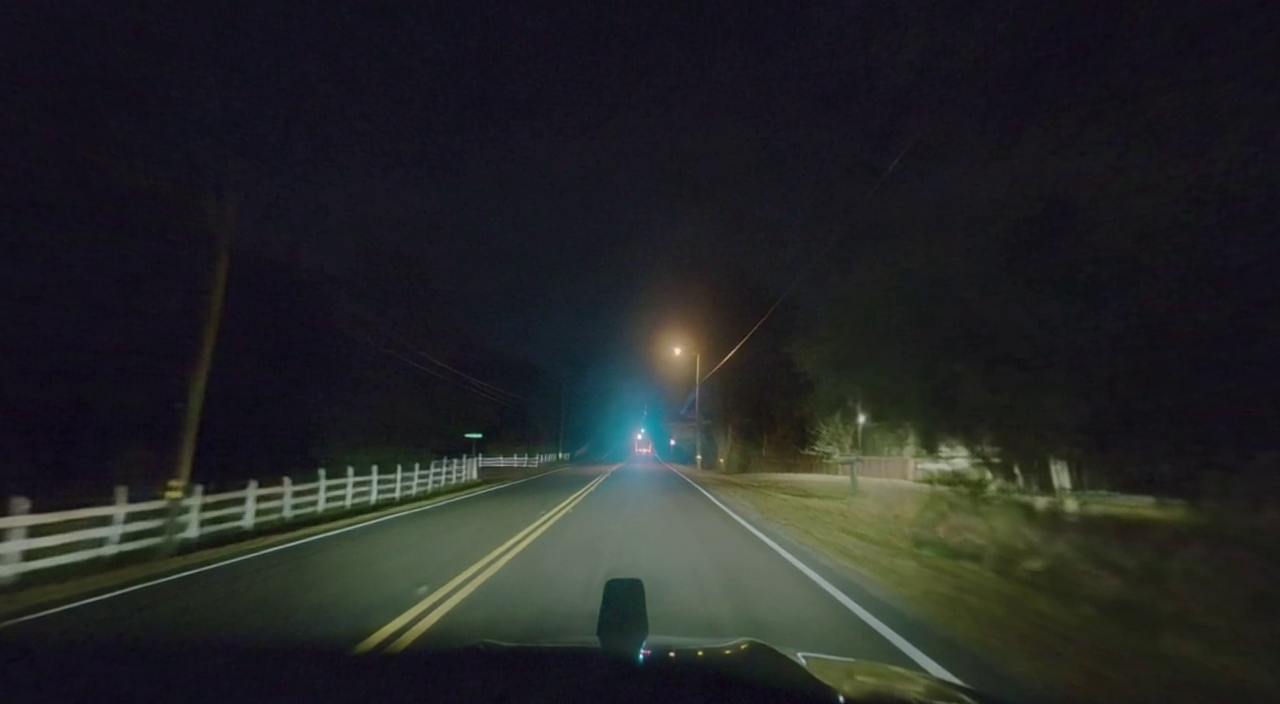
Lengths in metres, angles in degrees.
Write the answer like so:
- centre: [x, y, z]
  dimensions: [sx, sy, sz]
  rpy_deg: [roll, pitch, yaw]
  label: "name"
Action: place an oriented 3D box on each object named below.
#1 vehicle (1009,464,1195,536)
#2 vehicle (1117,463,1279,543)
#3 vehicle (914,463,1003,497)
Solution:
- centre: [14.287, 4.563, 20.044]
  dimensions: [2.009, 1.781, 5.311]
  rpy_deg: [0, -8, 2]
  label: "vehicle"
- centre: [18.189, 4.465, 19.177]
  dimensions: [2.328, 1.955, 5.699]
  rpy_deg: [-2, -9, -8]
  label: "vehicle"
- centre: [16.070, 6.466, 32.092]
  dimensions: [2.001, 1.450, 4.481]
  rpy_deg: [0, -8, -2]
  label: "vehicle"
